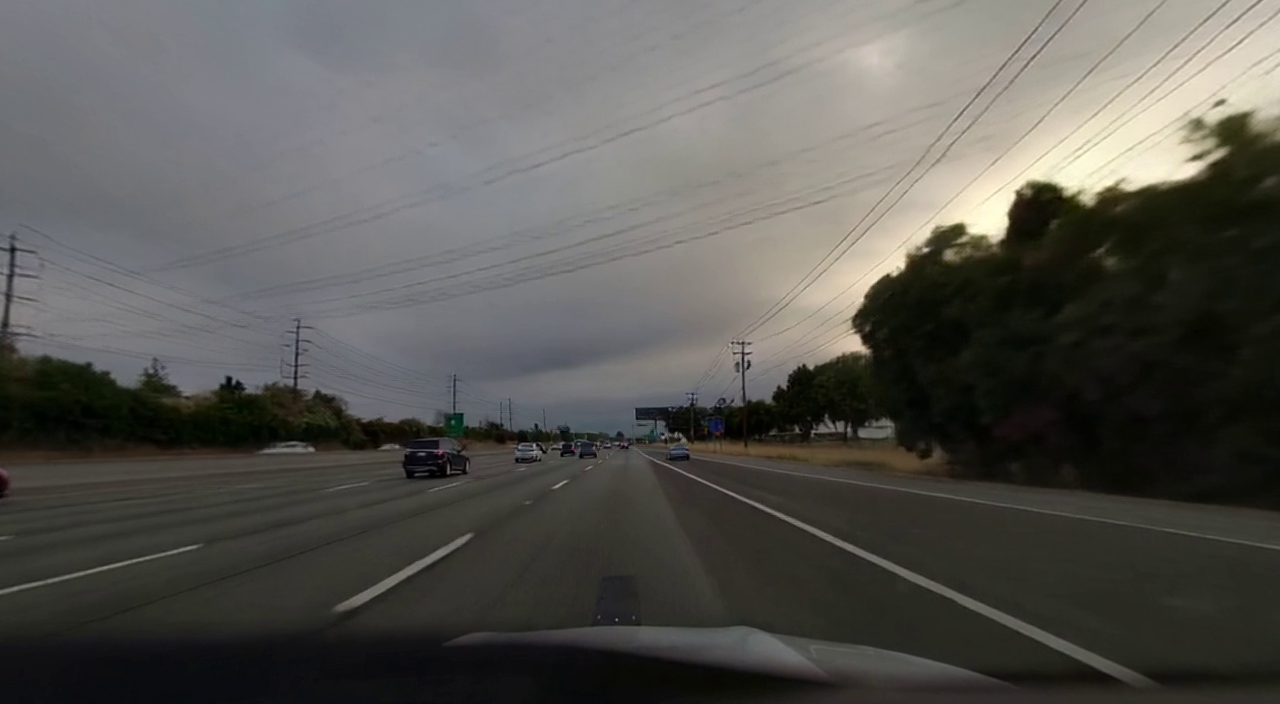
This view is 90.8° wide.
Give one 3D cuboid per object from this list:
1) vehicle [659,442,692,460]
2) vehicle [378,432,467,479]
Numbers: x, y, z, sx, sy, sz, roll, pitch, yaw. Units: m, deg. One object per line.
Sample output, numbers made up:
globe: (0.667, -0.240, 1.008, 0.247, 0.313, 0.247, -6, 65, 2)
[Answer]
vehicle: (2.713, 7.727, 49.405, 2.015, 1.391, 3.897, 1, -9, -5)
vehicle: (-9.219, 4.456, 27.341, 2.115, 1.799, 5.444, 0, -9, -2)
